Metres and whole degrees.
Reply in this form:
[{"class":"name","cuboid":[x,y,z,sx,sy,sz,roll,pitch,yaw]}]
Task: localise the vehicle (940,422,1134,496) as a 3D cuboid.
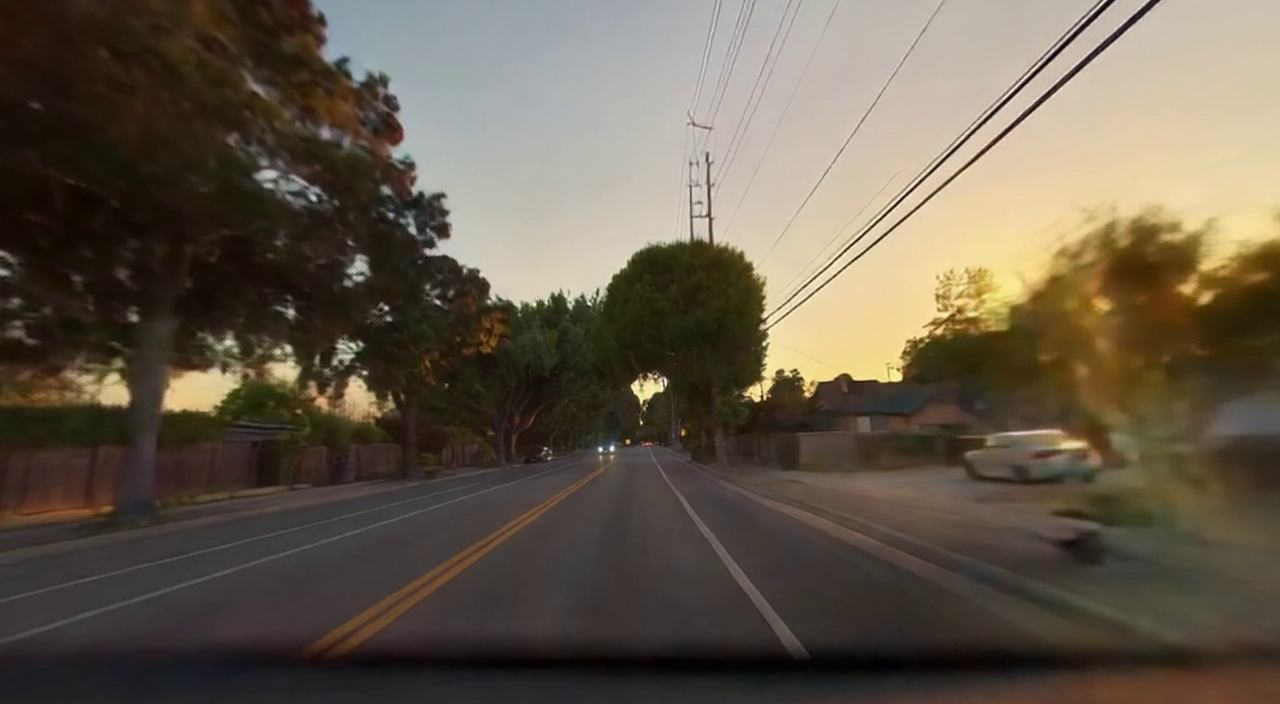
[{"class":"vehicle","cuboid":[10.778,2.952,17.760,2.194,1.577,4.838,-5,-8,0]}]
